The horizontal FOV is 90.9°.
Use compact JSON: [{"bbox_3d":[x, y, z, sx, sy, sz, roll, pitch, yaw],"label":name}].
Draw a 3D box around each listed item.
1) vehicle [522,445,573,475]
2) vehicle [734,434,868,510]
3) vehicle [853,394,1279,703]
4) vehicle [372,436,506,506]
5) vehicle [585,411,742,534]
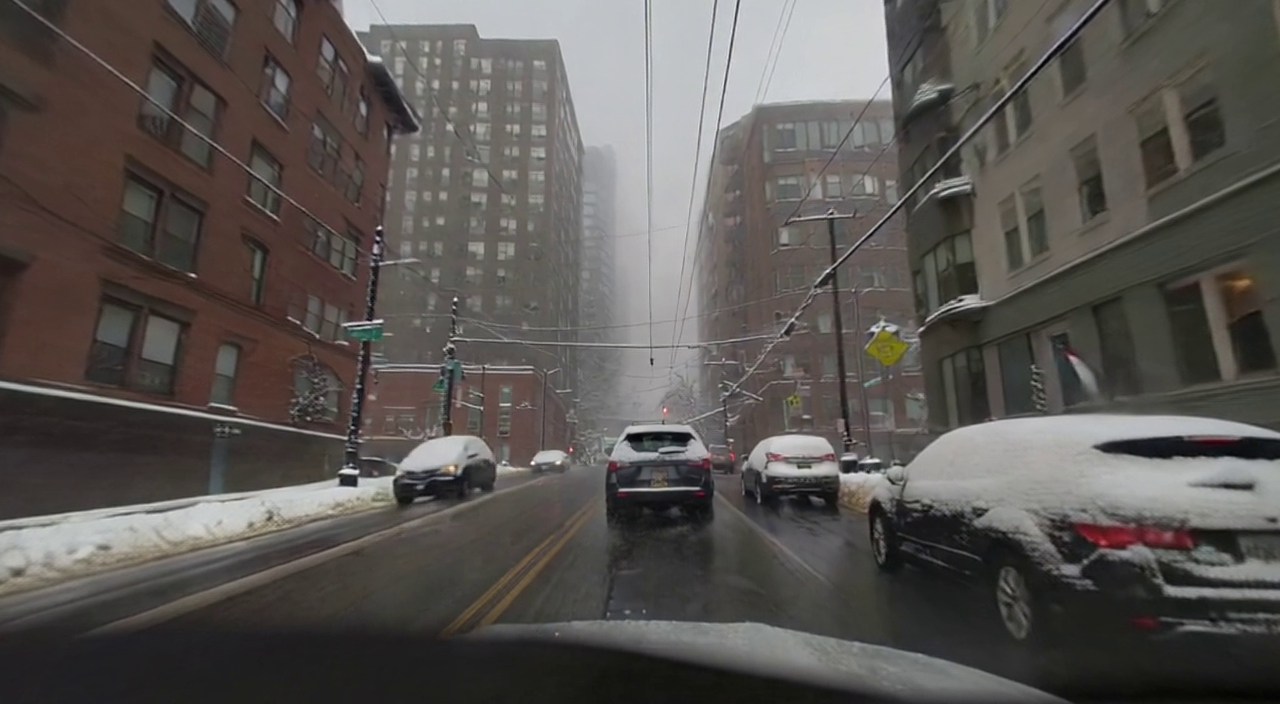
[{"bbox_3d":[-5.182,6.121,35.867,2.014,1.538,4.275,-1,-8,3],"label":"vehicle"},{"bbox_3d":[3.415,2.608,14.302,1.970,1.452,4.227,0,-8,1],"label":"vehicle"},{"bbox_3d":[3.369,1.274,5.133,1.906,1.578,4.020,0,-8,1],"label":"vehicle"},{"bbox_3d":[-5.463,3.266,17.921,2.215,1.703,4.614,-1,-8,1],"label":"vehicle"},{"bbox_3d":[0.329,1.999,11.107,2.232,1.736,4.036,0,-8,0],"label":"vehicle"}]
